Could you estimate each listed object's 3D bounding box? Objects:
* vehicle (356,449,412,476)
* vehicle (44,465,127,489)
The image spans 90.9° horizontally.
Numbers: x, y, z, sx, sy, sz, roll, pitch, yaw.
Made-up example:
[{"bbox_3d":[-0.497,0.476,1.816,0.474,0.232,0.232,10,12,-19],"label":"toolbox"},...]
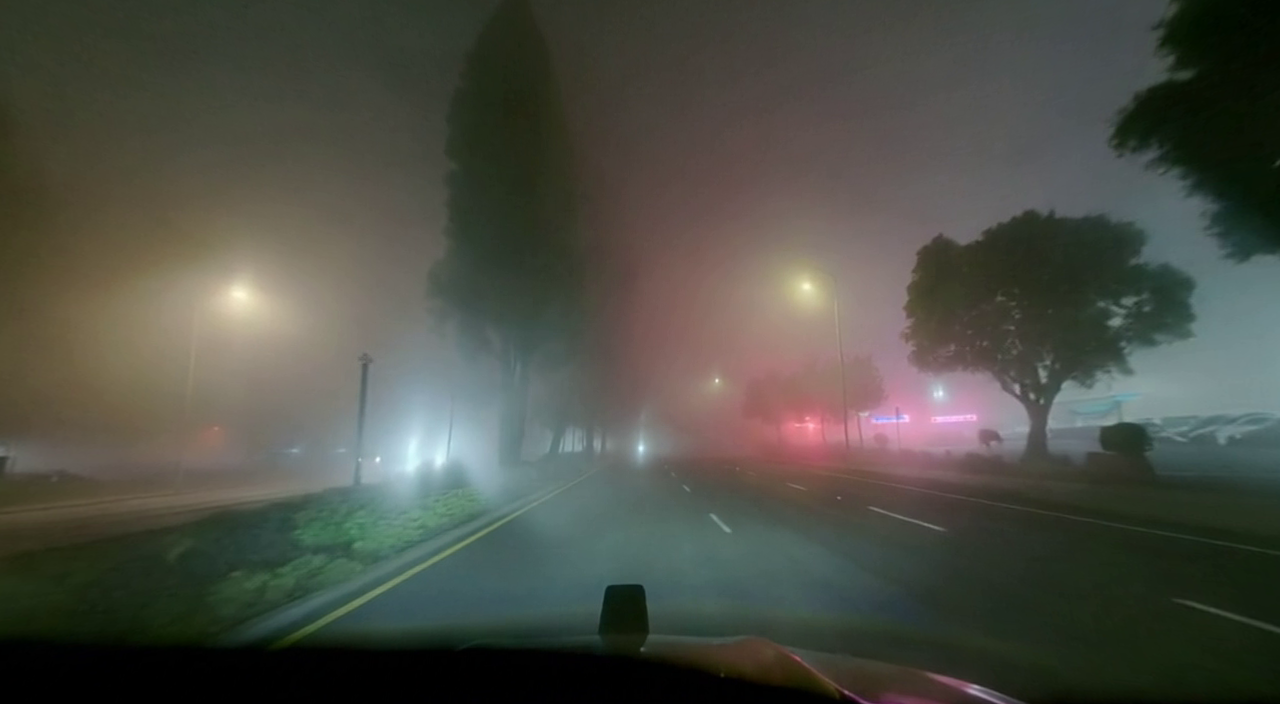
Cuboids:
[{"bbox_3d":[-16.255,6.934,39.874,2.129,1.494,5.184,6,-10,-34],"label":"vehicle"},{"bbox_3d":[-37.493,8.440,42.746,1.736,1.393,4.317,0,-8,0],"label":"vehicle"}]
